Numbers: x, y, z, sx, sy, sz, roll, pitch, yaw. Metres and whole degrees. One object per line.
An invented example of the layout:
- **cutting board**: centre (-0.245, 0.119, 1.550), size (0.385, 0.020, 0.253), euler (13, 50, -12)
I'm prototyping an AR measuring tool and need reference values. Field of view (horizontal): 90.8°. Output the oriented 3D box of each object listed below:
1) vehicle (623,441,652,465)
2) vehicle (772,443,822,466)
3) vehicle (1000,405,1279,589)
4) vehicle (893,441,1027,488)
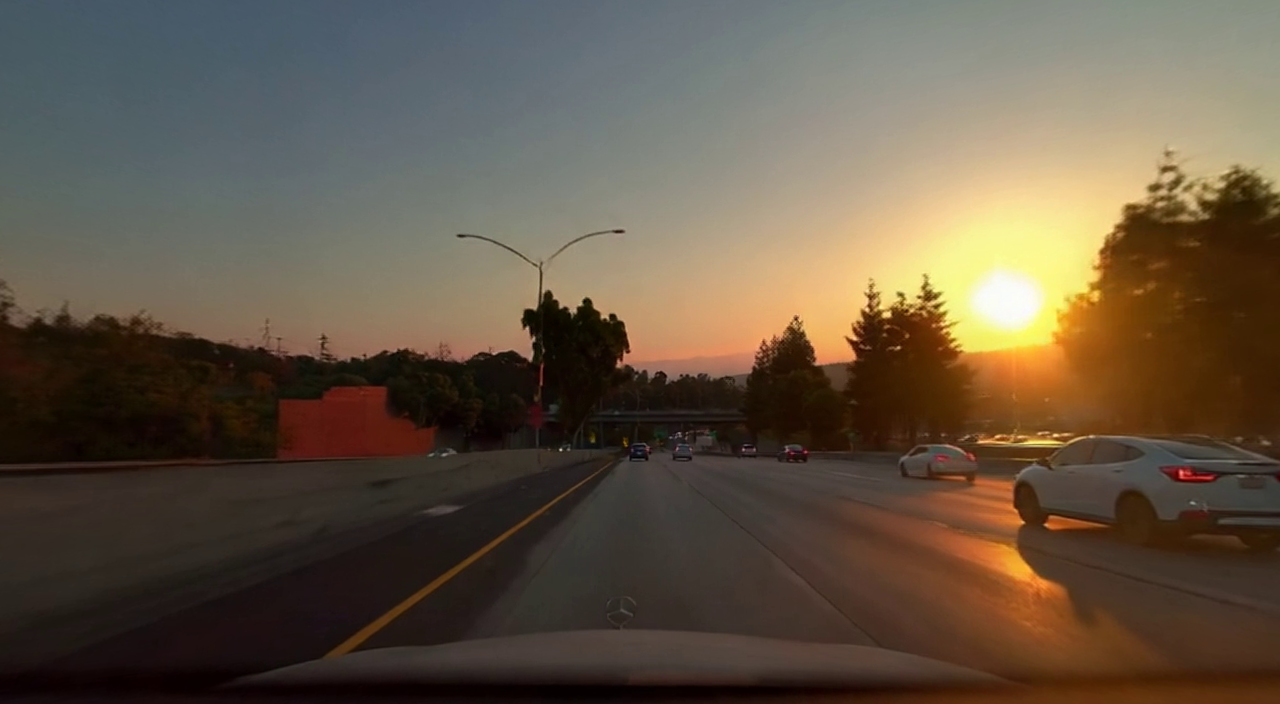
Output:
- **vehicle**: centre (-0.229, 7.075, 44.578), size (1.864, 1.566, 4.446), euler (0, -8, -3)
- **vehicle**: centre (11.168, 7.342, 45.456), size (2.194, 1.489, 5.141), euler (0, -8, -1)
- **vehicle**: centre (6.900, 1.648, 7.929), size (2.027, 1.679, 4.543), euler (0, -8, -1)
- **vehicle**: centre (10.952, 3.863, 22.130), size (2.087, 1.442, 4.834), euler (0, -8, -1)
